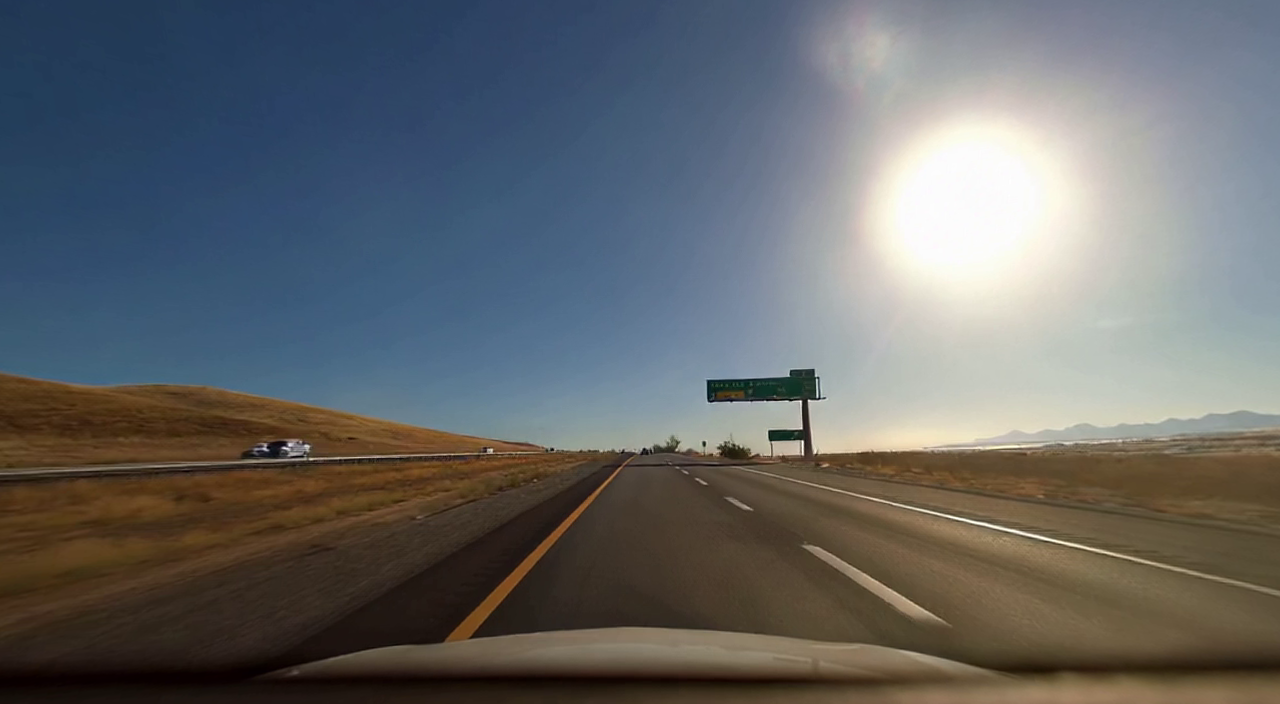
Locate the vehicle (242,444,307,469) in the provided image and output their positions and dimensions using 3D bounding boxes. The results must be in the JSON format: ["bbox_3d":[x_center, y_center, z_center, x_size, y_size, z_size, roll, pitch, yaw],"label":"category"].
[{"bbox_3d":[-28.672,8.183,49.459,2.297,1.831,4.697,0,-8,0],"label":"vehicle"}]
